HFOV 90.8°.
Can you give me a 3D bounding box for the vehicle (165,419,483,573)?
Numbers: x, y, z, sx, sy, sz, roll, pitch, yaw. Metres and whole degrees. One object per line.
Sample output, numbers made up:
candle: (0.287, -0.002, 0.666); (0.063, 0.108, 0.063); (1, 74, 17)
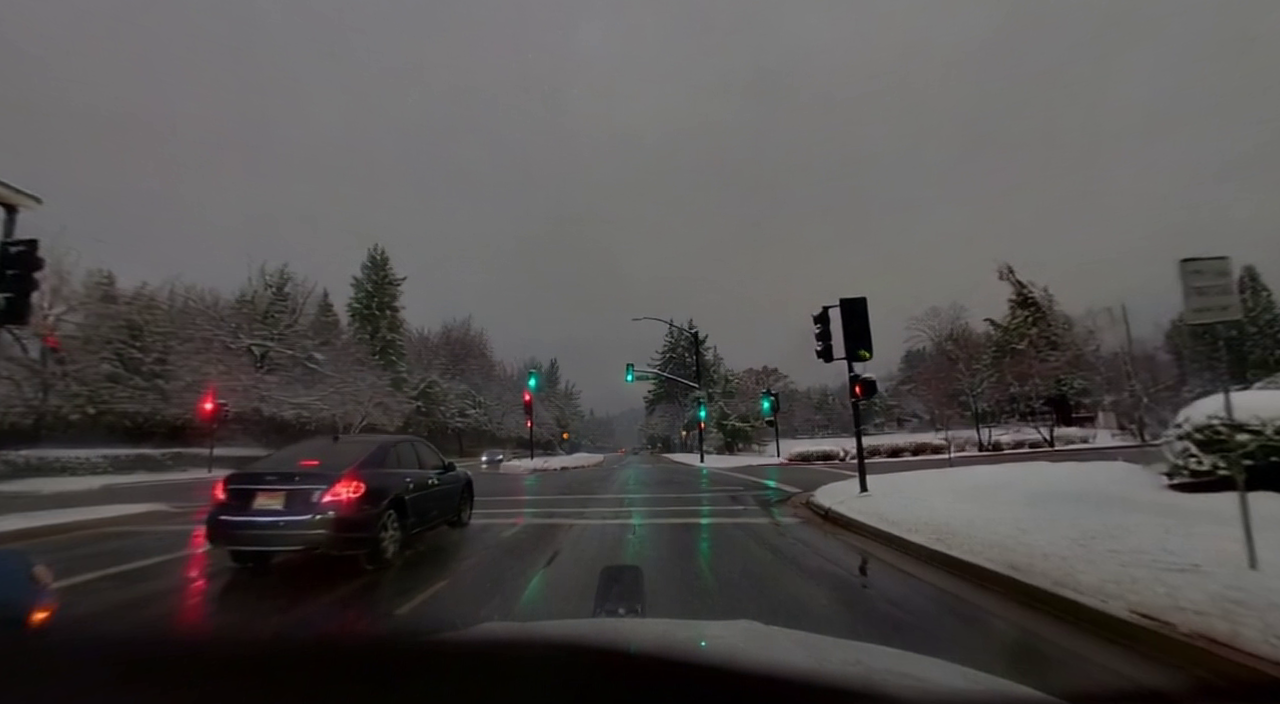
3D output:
vehicle: (-3.700, 1.770, 8.572); (1.980, 1.508, 4.502); (0, -9, 0)
